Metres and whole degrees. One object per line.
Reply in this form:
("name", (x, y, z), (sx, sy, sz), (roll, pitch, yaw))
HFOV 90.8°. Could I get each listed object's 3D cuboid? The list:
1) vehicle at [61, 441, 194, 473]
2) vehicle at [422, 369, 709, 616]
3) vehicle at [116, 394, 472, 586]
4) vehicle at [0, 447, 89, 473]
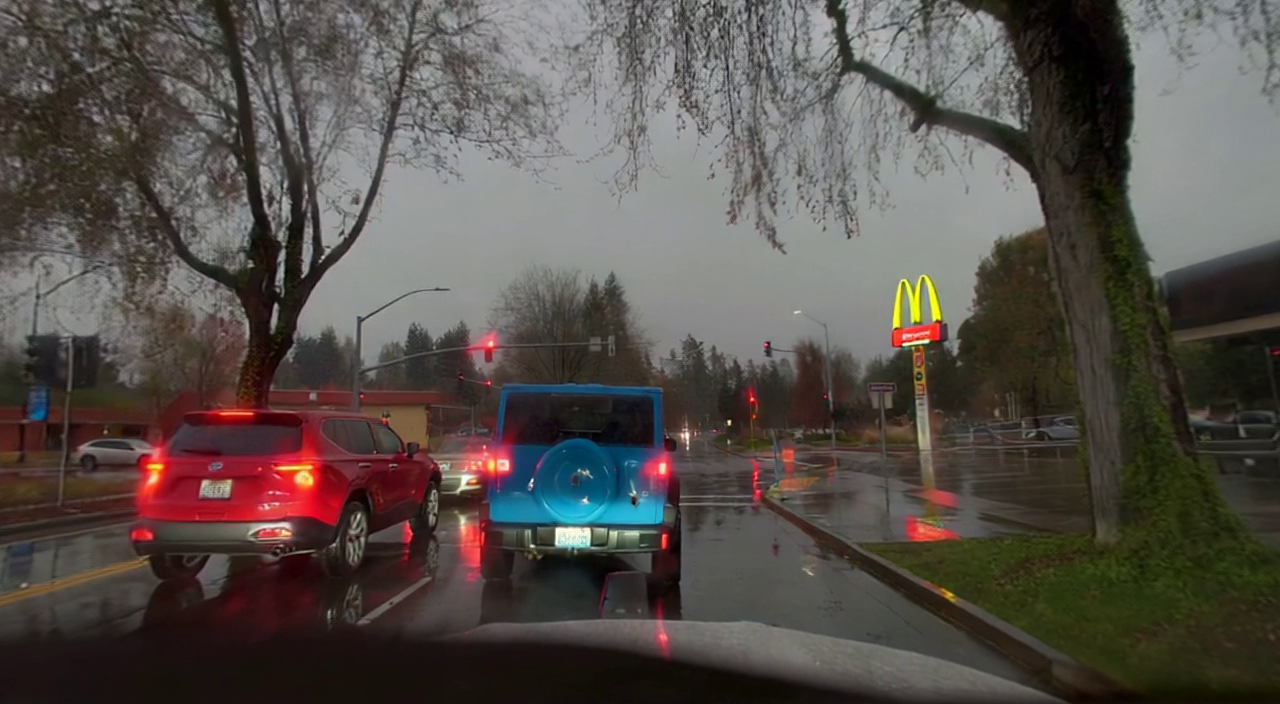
("vehicle", (-25.247, 5.179, 31.365), (4.713, 1.445, 1.887), (4, -9, -24))
("vehicle", (-0.628, 1.438, 7.341), (2.224, 1.923, 4.643), (0, -8, -1))
("vehicle", (-3.911, 1.652, 8.345), (2.130, 1.819, 4.497), (0, -8, 0))
("vehicle", (-36.025, 6.386, 37.561), (4.441, 1.447, 1.925), (4, -9, -26))
